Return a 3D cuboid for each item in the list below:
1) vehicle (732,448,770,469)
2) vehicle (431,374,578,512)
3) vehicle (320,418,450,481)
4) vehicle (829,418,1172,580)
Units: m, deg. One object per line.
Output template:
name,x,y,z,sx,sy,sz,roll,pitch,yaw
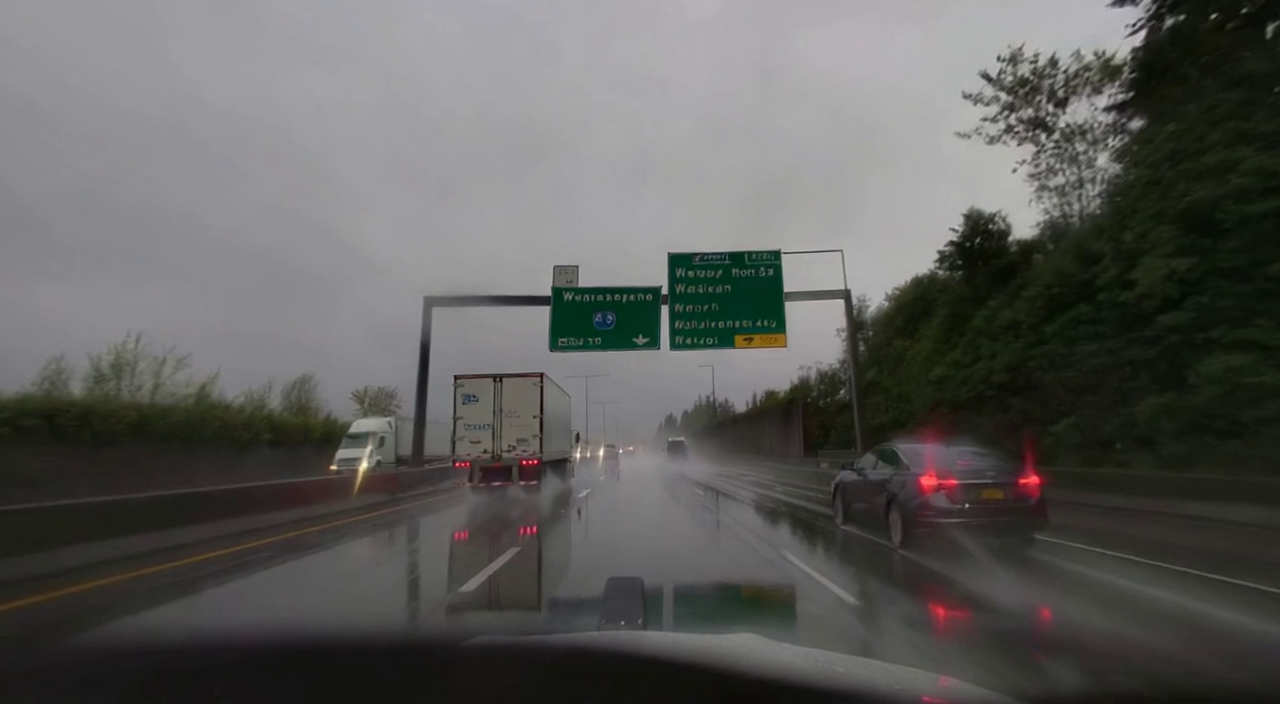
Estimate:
vehicle,7.983,7.681,45.587,1.876,1.475,4.185,0,-9,-1
vehicle,-3.483,2.632,18.119,2.667,3.195,6.731,0,-9,0
vehicle,-19.024,7.588,49.071,3.205,4.080,16.329,0,-9,1
vehicle,4.106,1.741,8.170,1.983,1.545,4.038,0,-9,-1
